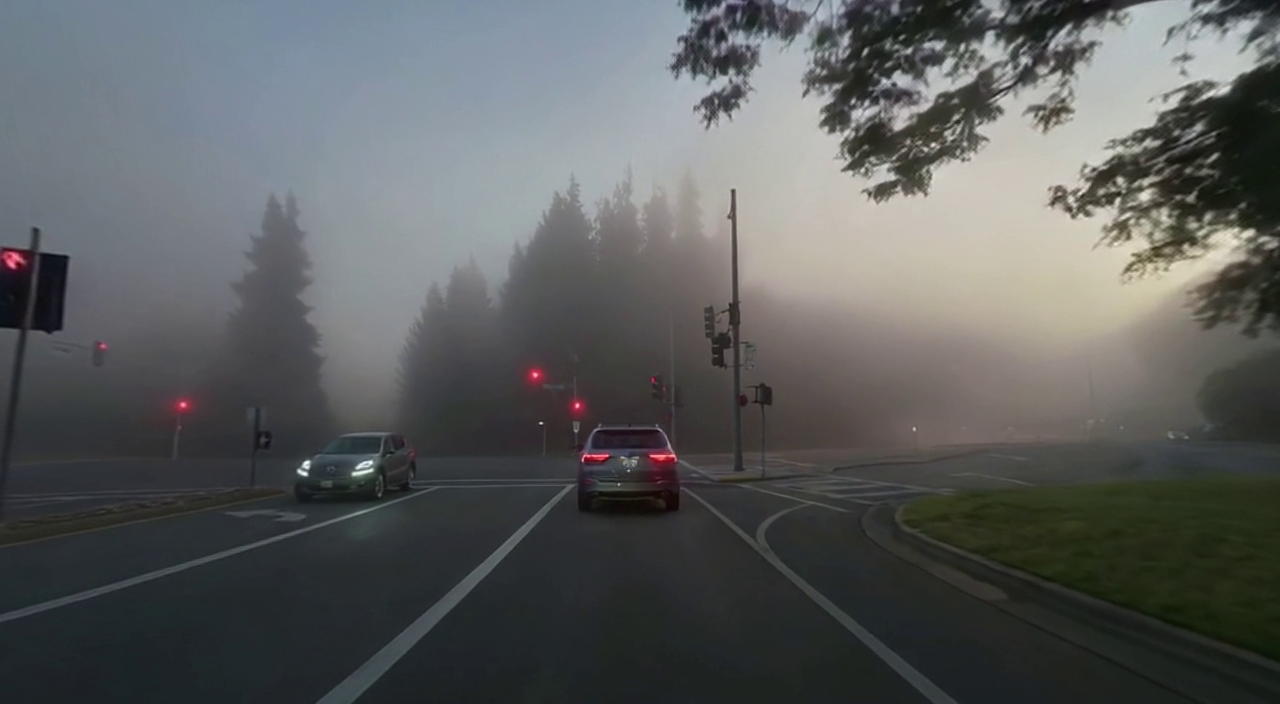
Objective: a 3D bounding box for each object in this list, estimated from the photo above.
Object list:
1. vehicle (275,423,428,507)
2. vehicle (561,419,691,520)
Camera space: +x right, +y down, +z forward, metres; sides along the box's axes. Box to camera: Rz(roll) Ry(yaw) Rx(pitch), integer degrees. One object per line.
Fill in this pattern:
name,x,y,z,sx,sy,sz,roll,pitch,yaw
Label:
vehicle,-6.664,2.650,15.135,2.020,1.695,4.187,1,-9,-6
vehicle,-0.388,2.272,12.632,2.154,1.670,4.140,1,-9,-4
